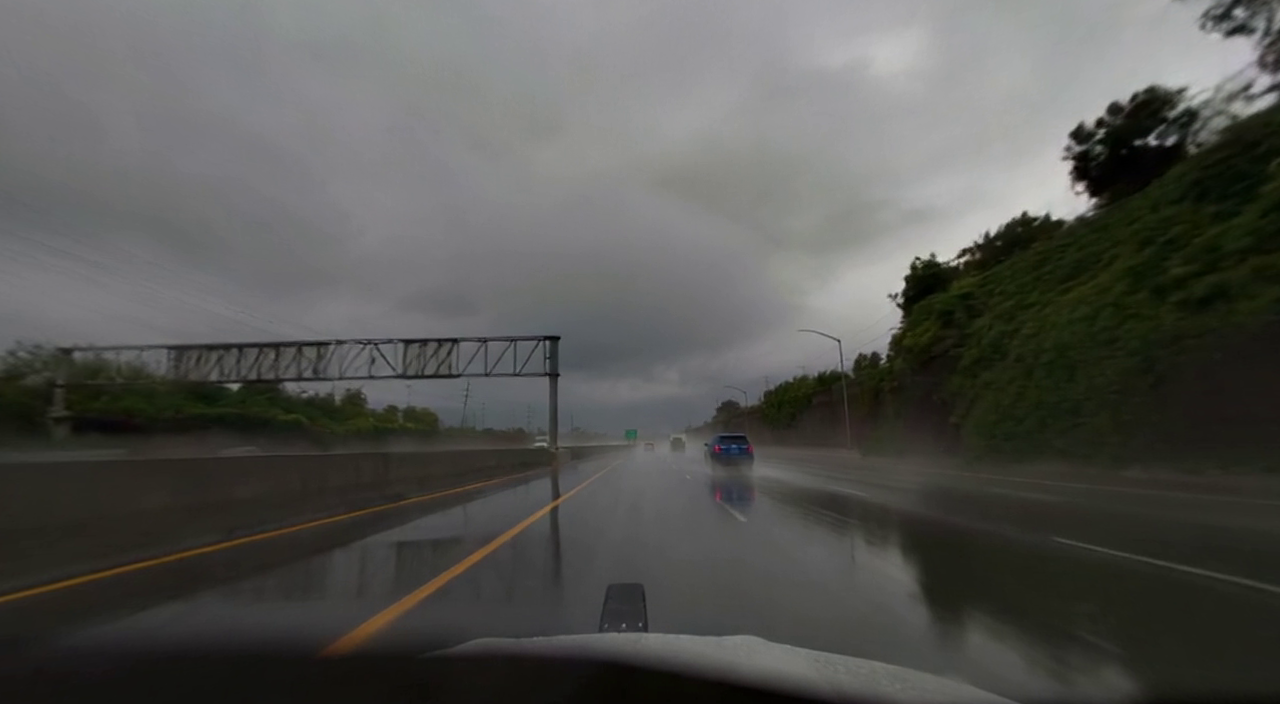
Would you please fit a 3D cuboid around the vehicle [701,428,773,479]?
[{"bbox_3d":[3.715,3.986,25.073,2.120,1.832,4.287,0,-8,-1],"label":"vehicle"}]

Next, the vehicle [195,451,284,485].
[{"bbox_3d":[-22.864,6.612,36.255,1.948,1.729,4.767,0,-8,1],"label":"vehicle"}]

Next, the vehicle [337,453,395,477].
[{"bbox_3d":[-18.888,7.790,43.746,1.957,1.474,4.535,0,-8,1],"label":"vehicle"}]
